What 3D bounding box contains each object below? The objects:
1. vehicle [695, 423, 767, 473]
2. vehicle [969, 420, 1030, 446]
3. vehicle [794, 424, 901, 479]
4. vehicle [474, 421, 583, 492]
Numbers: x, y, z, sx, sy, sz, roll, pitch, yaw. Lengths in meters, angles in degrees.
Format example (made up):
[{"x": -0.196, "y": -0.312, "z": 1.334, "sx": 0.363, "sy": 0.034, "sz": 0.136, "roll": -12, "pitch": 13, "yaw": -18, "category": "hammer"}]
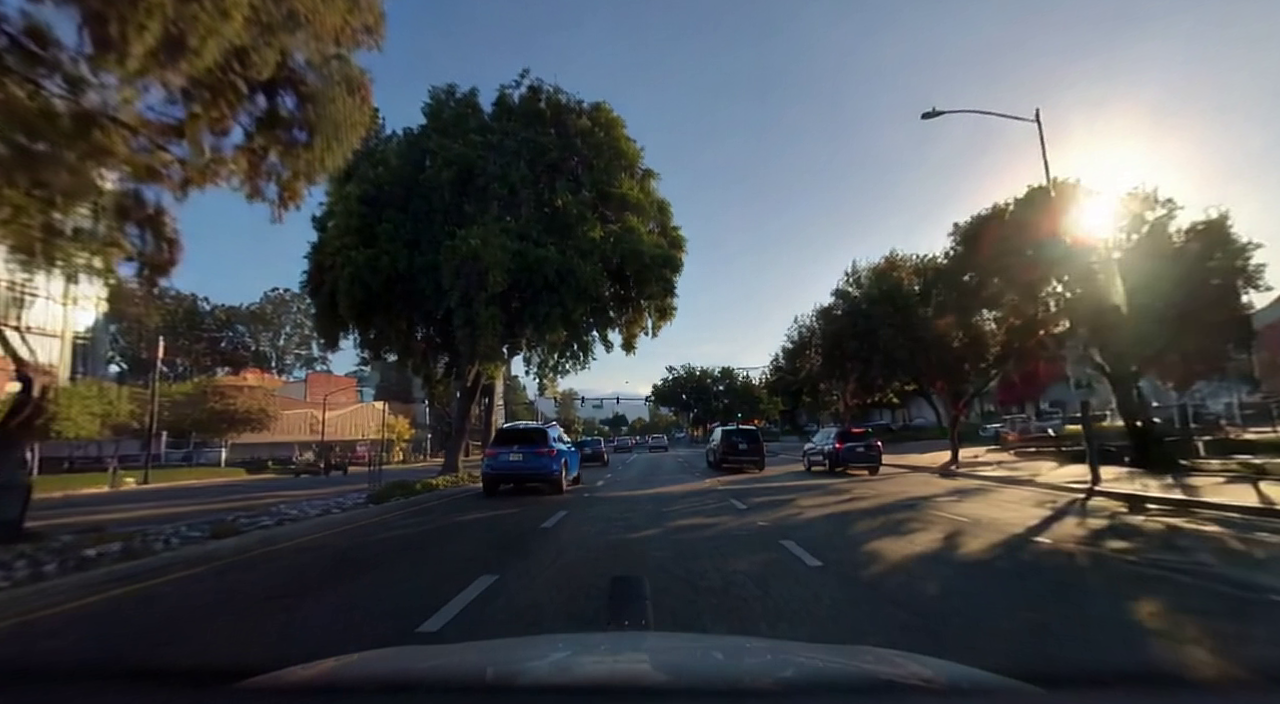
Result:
[{"x": 3.568, "y": 3.885, "z": 25.646, "sx": 2.178, "sy": 1.804, "sz": 4.766, "roll": 0, "pitch": -8, "yaw": 0, "category": "vehicle"}, {"x": 23.452, "y": 5.343, "z": 41.312, "sx": 1.800, "sy": 1.563, "sz": 3.827, "roll": -1, "pitch": -8, "yaw": 2, "category": "vehicle"}, {"x": 6.956, "y": 3.398, "z": 21.737, "sx": 2.088, "sy": 1.666, "sz": 4.512, "roll": 0, "pitch": -8, "yaw": 0, "category": "vehicle"}, {"x": -2.955, "y": 2.900, "z": 17.743, "sx": 2.141, "sy": 1.719, "sz": 4.379, "roll": -1, "pitch": -8, "yaw": 2, "category": "vehicle"}]
